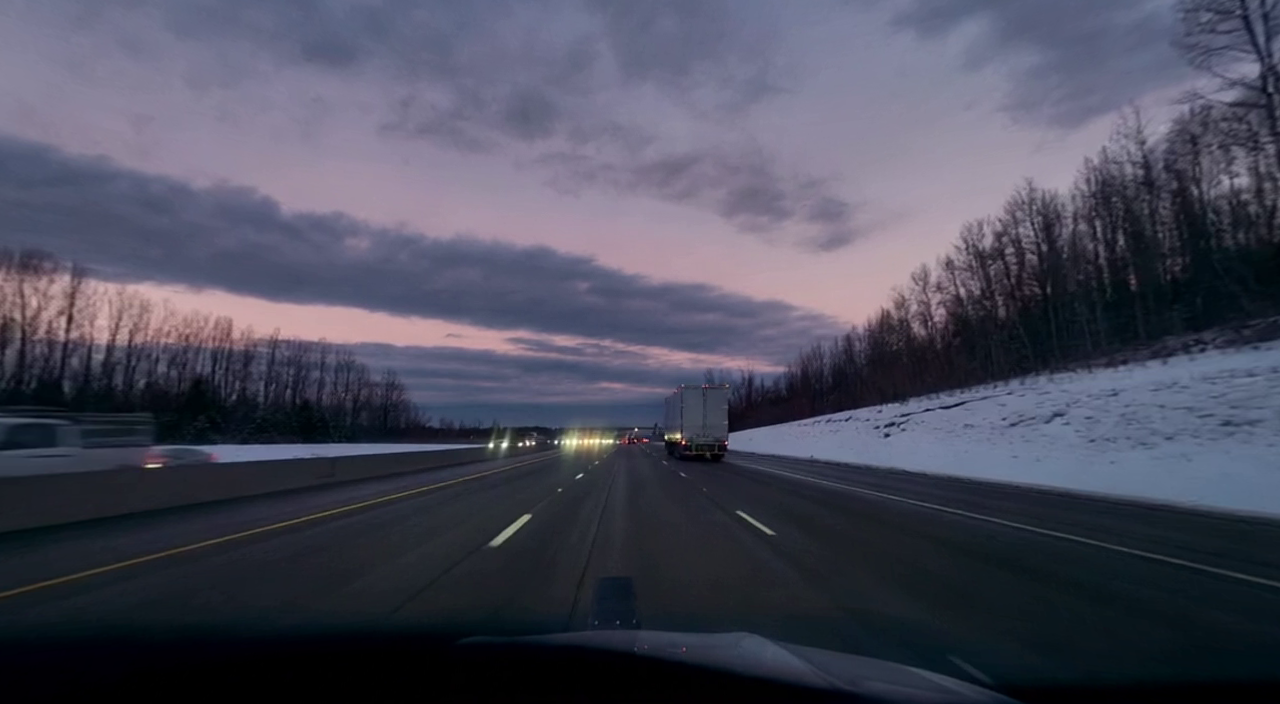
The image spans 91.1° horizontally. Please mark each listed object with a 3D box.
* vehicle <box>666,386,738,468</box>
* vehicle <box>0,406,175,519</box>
[{"bbox_3d":[3.485,4.802,39.910,2.979,4.161,15.508,0,-7,0],"label":"vehicle"},{"bbox_3d":[-12.053,2.133,12.519,2.065,1.928,4.683,0,-8,-2],"label":"vehicle"}]
